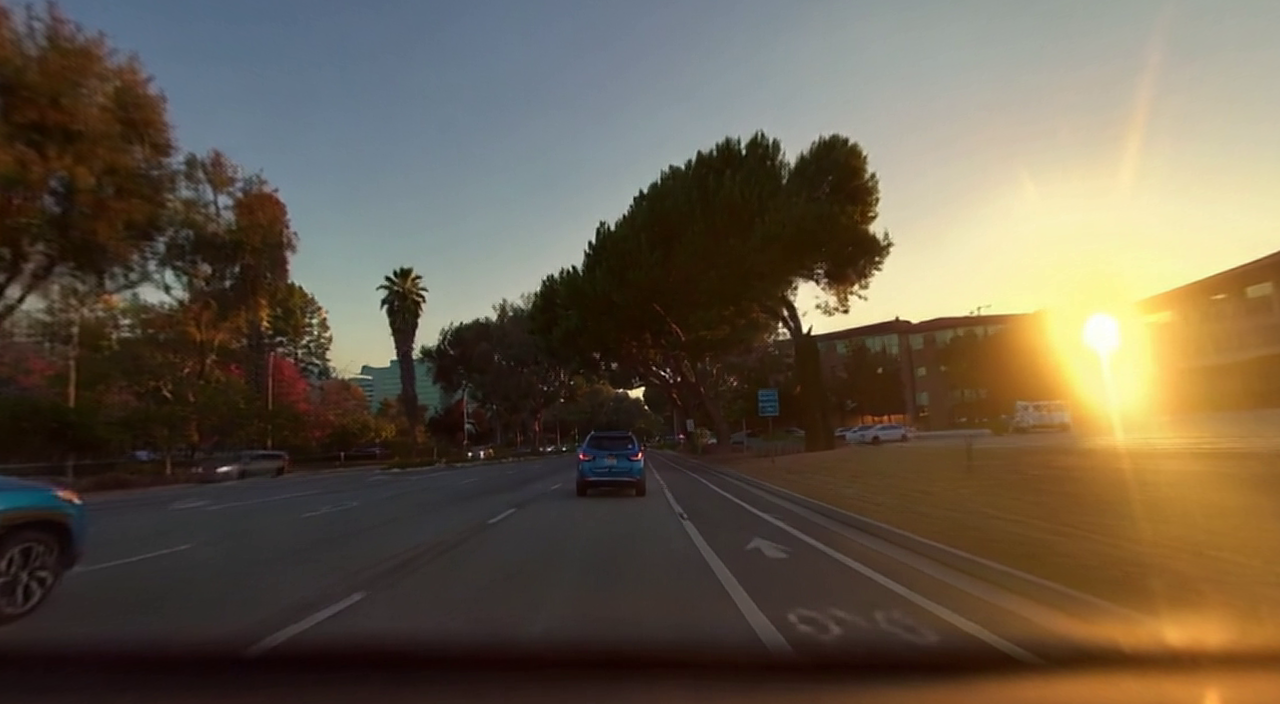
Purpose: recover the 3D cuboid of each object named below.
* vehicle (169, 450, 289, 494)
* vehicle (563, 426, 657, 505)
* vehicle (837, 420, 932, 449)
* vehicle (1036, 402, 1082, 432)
[{"bbox_3d":[-17.306,5.036,26.932,1.978,1.620,4.642,0,-9,0],"label":"vehicle"},{"bbox_3d":[-0.715,2.895,16.489,2.131,1.761,4.242,0,-9,-1],"label":"vehicle"},{"bbox_3d":[12.793,4.355,33.244,4.204,1.486,1.781,0,-8,-1],"label":"vehicle"},{"bbox_3d":[26.505,4.185,40.081,1.895,1.576,4.434,-6,-11,28],"label":"vehicle"}]
